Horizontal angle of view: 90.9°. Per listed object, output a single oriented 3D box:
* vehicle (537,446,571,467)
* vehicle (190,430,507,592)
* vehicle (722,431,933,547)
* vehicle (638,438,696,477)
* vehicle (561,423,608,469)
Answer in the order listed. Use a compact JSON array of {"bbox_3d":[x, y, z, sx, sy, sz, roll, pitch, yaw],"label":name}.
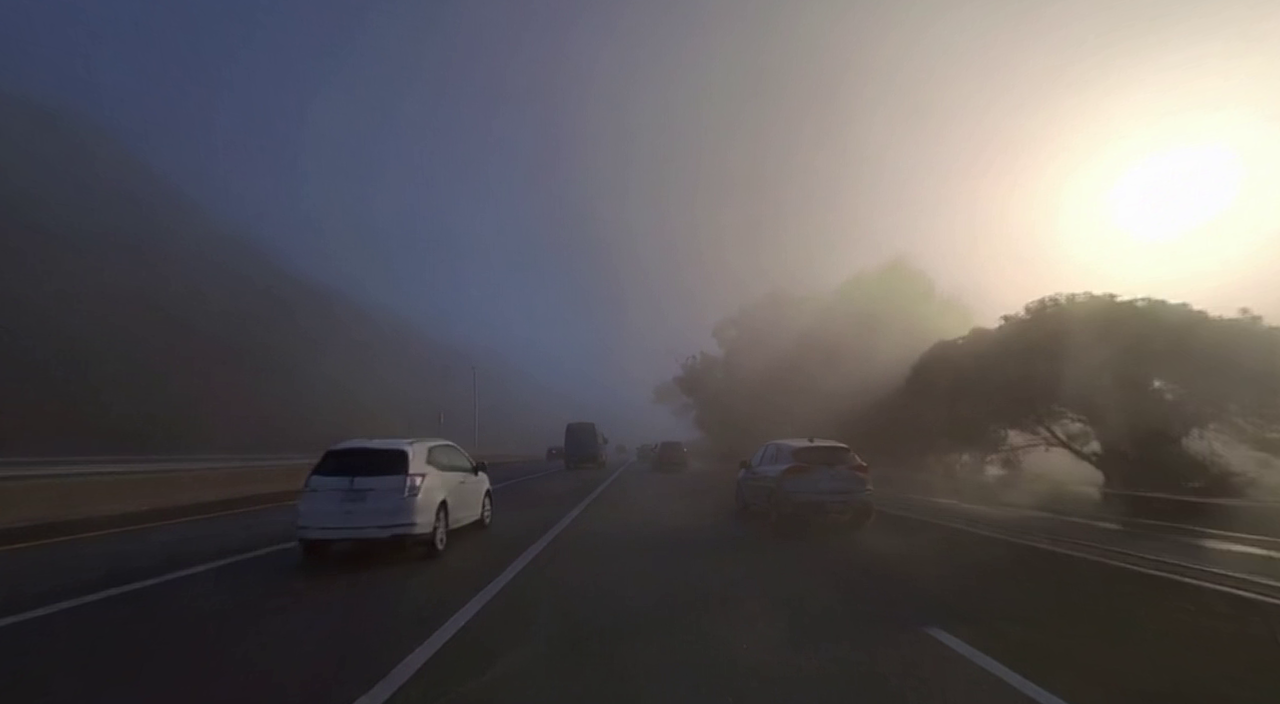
[{"bbox_3d":[-6.520,7.910,48.099,1.964,1.487,4.417,0,-8,0],"label":"vehicle"},{"bbox_3d":[-3.209,1.824,8.129,1.990,1.501,4.250,0,-8,1],"label":"vehicle"},{"bbox_3d":[2.767,2.137,10.566,2.050,1.491,4.362,0,-8,-2],"label":"vehicle"},{"bbox_3d":[1.196,4.950,29.829,2.270,1.660,4.101,0,-8,-4],"label":"vehicle"},{"bbox_3d":[-3.367,5.927,39.725,2.396,2.664,5.735,0,-9,1],"label":"vehicle"}]
